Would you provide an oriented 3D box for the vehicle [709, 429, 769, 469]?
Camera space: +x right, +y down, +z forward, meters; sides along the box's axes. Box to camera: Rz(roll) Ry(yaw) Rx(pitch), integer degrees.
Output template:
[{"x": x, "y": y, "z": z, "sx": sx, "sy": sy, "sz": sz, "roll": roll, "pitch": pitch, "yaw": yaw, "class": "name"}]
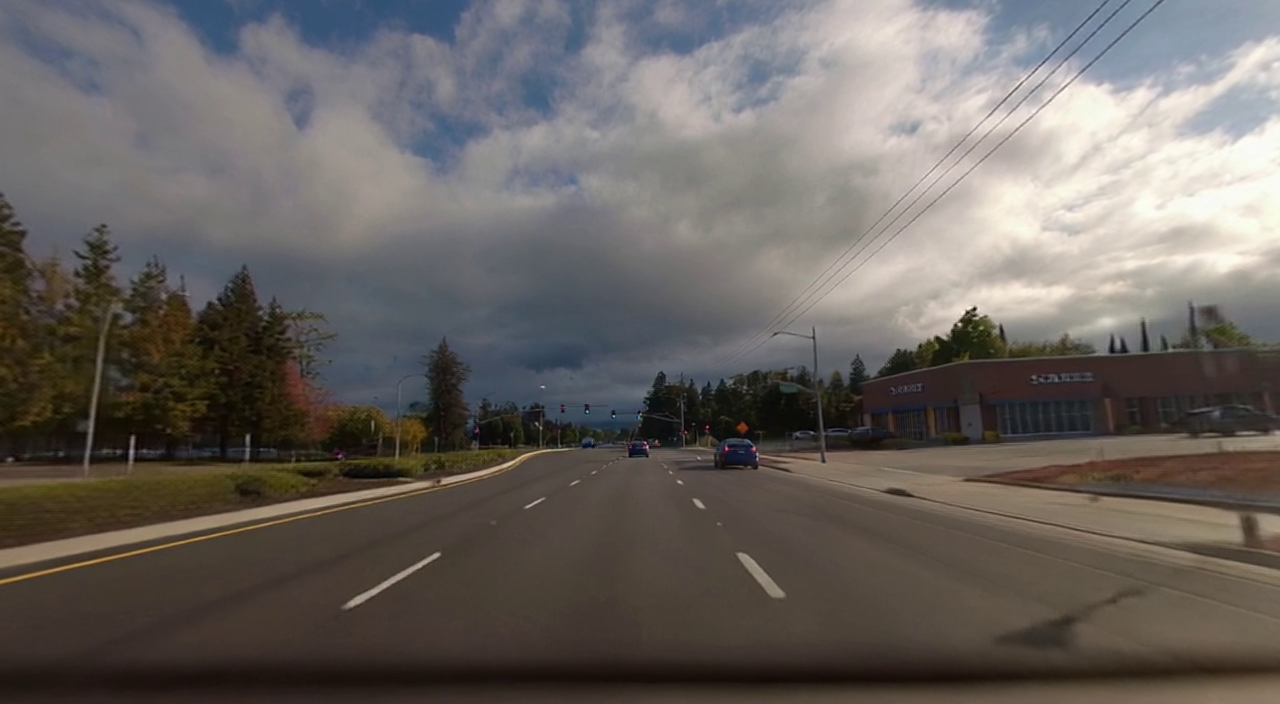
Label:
[{"x": 5.301, "y": 5.307, "z": 34.779, "sx": 2.476, "sy": 2.016, "sz": 5.586, "roll": 0, "pitch": -8, "yaw": 1, "class": "vehicle"}]
